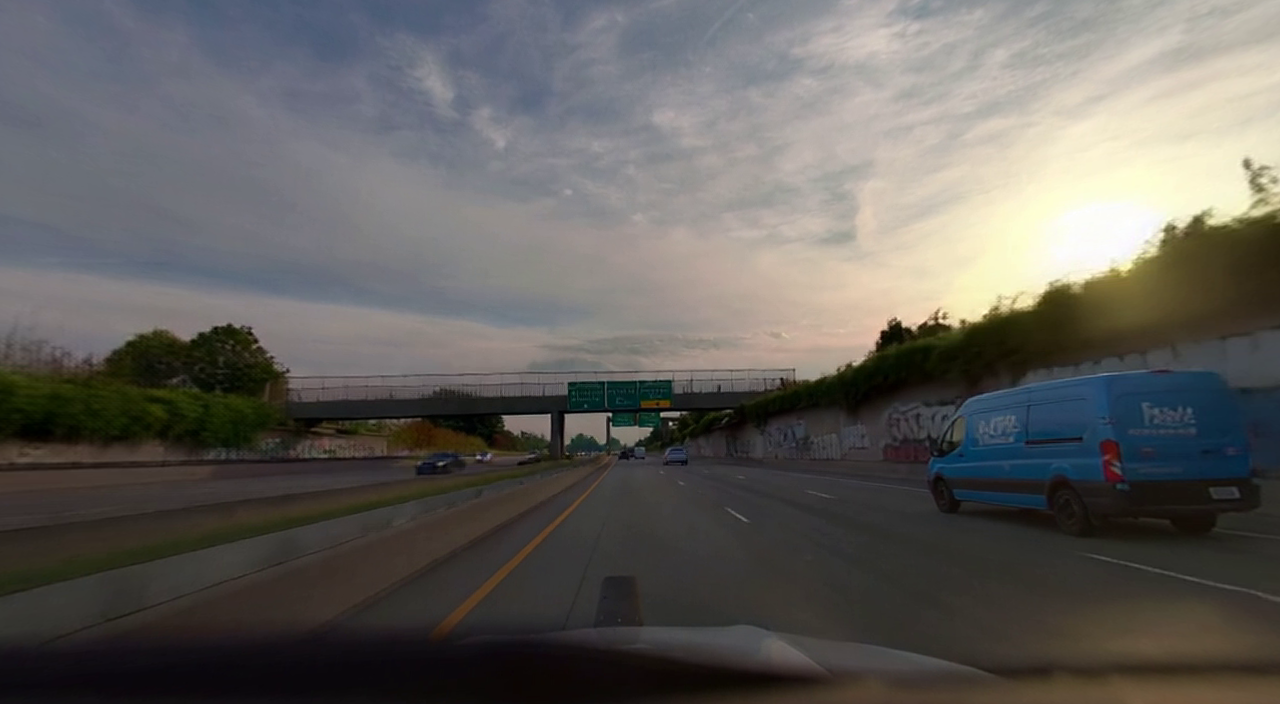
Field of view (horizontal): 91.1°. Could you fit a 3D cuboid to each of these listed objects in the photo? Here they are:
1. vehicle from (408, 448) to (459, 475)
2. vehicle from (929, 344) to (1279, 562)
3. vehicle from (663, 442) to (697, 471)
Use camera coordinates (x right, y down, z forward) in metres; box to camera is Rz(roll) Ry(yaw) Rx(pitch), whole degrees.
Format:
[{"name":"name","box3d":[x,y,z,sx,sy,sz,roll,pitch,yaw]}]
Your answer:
[{"name":"vehicle","box3d":[-12.174,6.429,37.203,1.774,1.495,3.698,0,-9,-1]},{"name":"vehicle","box3d":[7.415,1.633,10.515,2.283,2.631,5.719,0,-9,-1]},{"name":"vehicle","box3d":[2.888,7.670,46.218,2.007,1.943,5.010,0,-9,-2]}]
